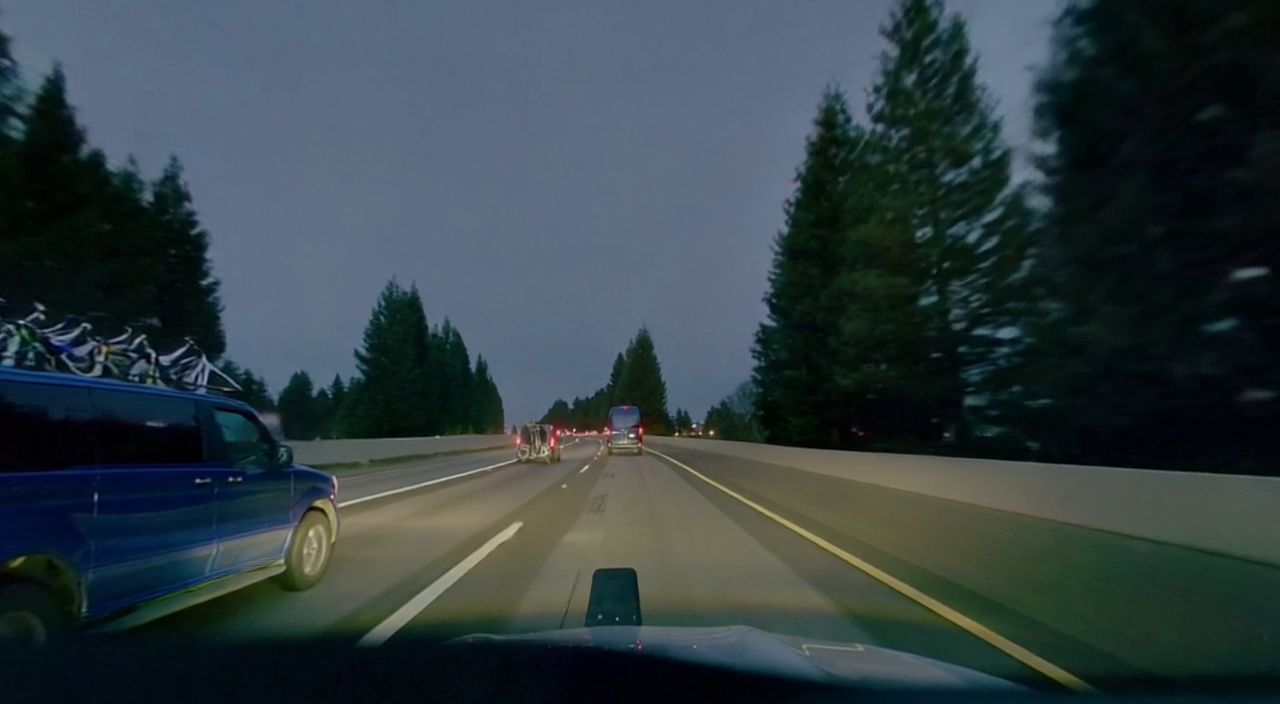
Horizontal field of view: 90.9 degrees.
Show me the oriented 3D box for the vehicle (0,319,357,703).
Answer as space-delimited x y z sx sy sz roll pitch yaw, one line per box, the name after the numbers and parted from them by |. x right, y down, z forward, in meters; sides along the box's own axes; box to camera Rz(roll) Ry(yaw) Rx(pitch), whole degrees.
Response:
-3.696 0.881 3.570 2.069 1.751 4.720 0 -8 -1 | vehicle

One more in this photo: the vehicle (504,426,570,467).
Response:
-4.333 4.058 27.236 2.110 1.636 4.453 0 -8 -1 | vehicle

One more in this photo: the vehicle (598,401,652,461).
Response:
-0.860 4.313 34.122 2.647 2.896 6.480 0 -8 -2 | vehicle
